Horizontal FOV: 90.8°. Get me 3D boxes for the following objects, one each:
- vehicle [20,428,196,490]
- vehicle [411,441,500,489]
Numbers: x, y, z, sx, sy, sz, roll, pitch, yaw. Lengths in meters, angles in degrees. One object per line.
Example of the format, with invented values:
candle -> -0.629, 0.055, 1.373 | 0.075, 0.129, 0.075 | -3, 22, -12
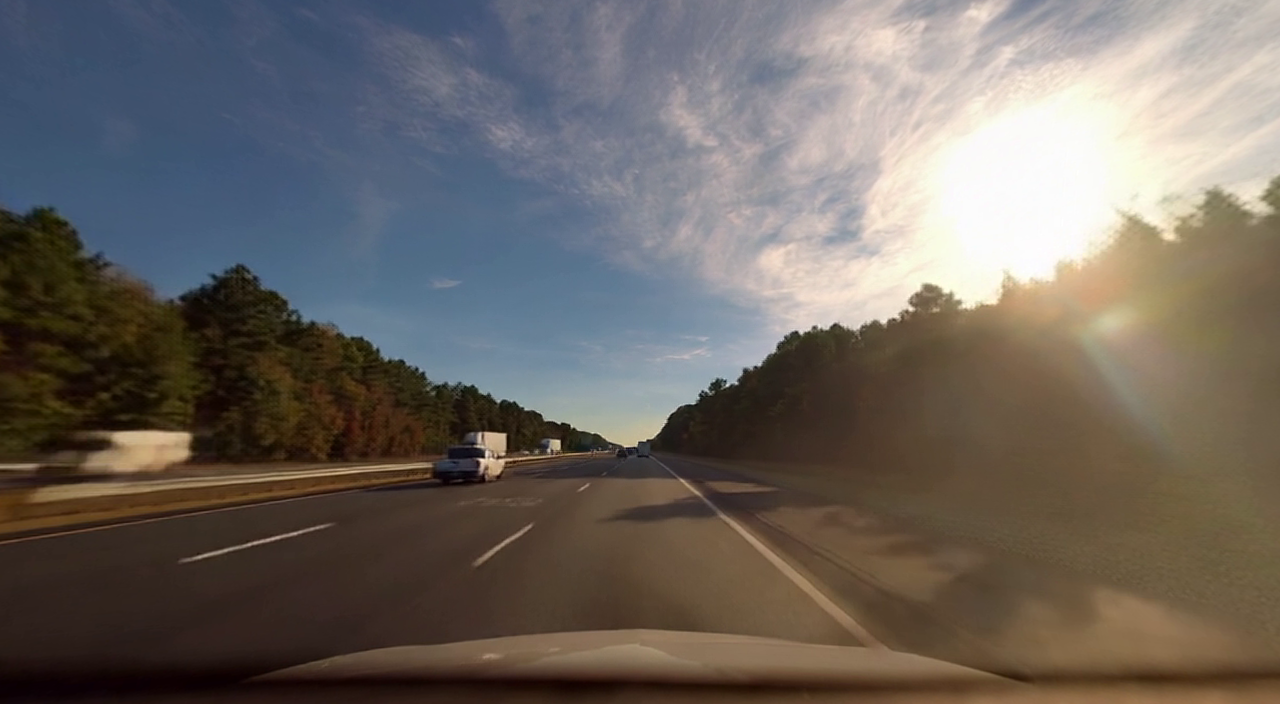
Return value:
vehicle -> -19.060, 3.849, 23.005 | 2.181, 1.998, 4.770 | 0, -9, 0
vehicle -> -6.943, 4.294, 24.283 | 2.115, 1.664, 4.259 | 0, -9, 0
